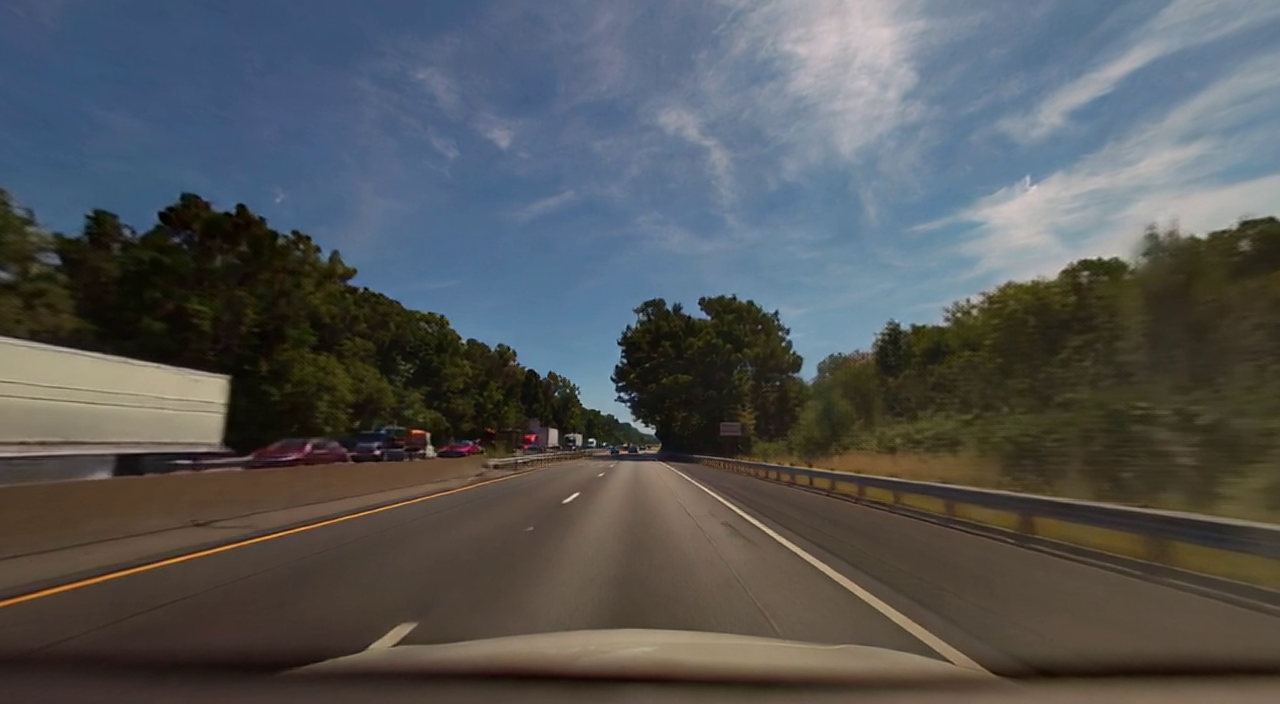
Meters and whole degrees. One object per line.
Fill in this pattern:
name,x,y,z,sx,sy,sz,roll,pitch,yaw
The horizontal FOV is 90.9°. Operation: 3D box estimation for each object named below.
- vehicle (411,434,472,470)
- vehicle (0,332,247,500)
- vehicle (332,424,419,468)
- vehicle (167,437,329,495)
vehicle,-12.337,6.237,39.503,2.164,2.078,4.841,0,-9,0
vehicle,-17.381,2.015,18.265,3.303,4.066,13.558,0,-9,0
vehicle,-16.991,6.162,41.113,2.499,2.572,7.618,1,-9,-2
vehicle,-12.516,3.678,20.666,1.919,1.636,5.221,0,-9,0
